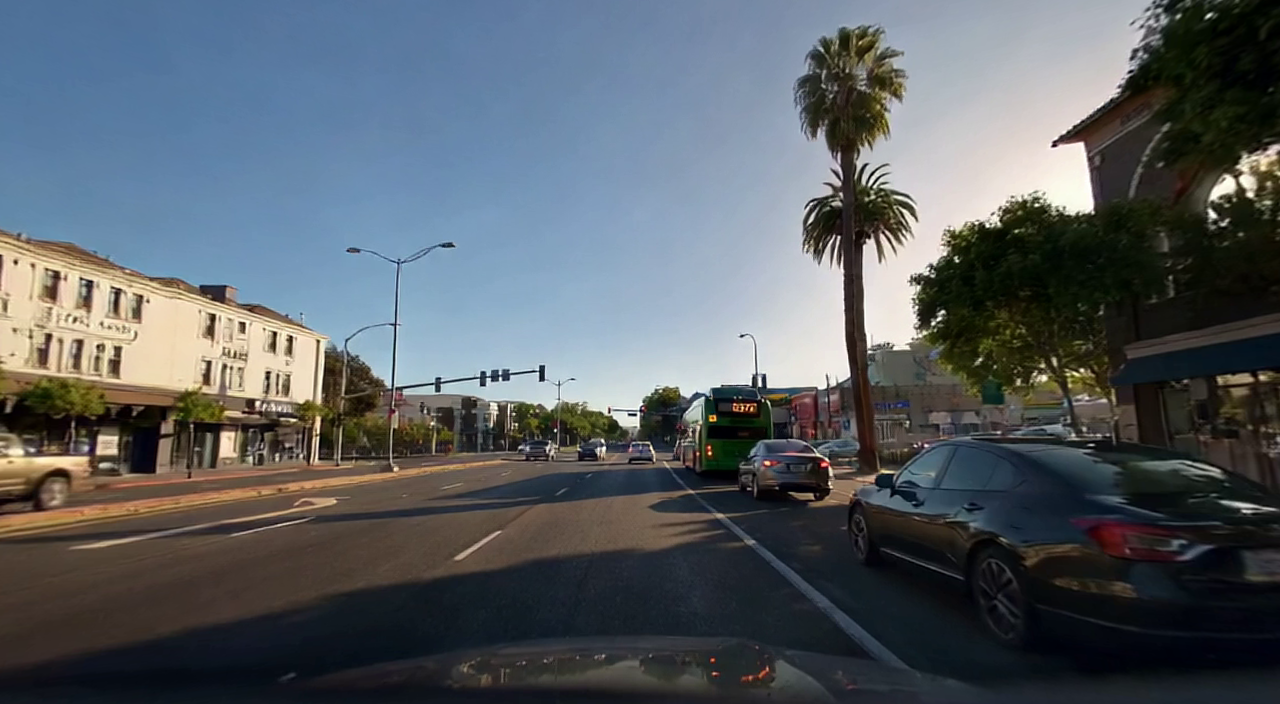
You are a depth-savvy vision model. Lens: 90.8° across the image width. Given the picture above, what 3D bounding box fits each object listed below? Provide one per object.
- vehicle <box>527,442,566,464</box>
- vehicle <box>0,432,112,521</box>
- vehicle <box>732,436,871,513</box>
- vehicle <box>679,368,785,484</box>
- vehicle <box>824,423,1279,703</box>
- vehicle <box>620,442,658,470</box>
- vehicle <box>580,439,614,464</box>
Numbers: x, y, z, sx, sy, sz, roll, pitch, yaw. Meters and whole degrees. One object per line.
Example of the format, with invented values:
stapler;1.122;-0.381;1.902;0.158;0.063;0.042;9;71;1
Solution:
vehicle;-6.735;7.324;46.094;1.927;1.480;4.832;-1;-9;2
vehicle;-13.723;2.510;12.827;2.101;1.740;4.543;0;-9;-2
vehicle;3.600;2.835;15.203;1.965;1.519;5.078;0;-9;-1
vehicle;3.596;3.561;28.728;2.970;4.015;13.606;0;-9;1
vehicle;3.343;1.454;5.529;2.063;1.483;4.620;0;-9;0
vehicle;0.007;5.923;36.236;2.060;1.499;3.831;0;-9;1
vehicle;-3.111;7.256;46.120;2.020;1.721;4.366;0;-9;2
